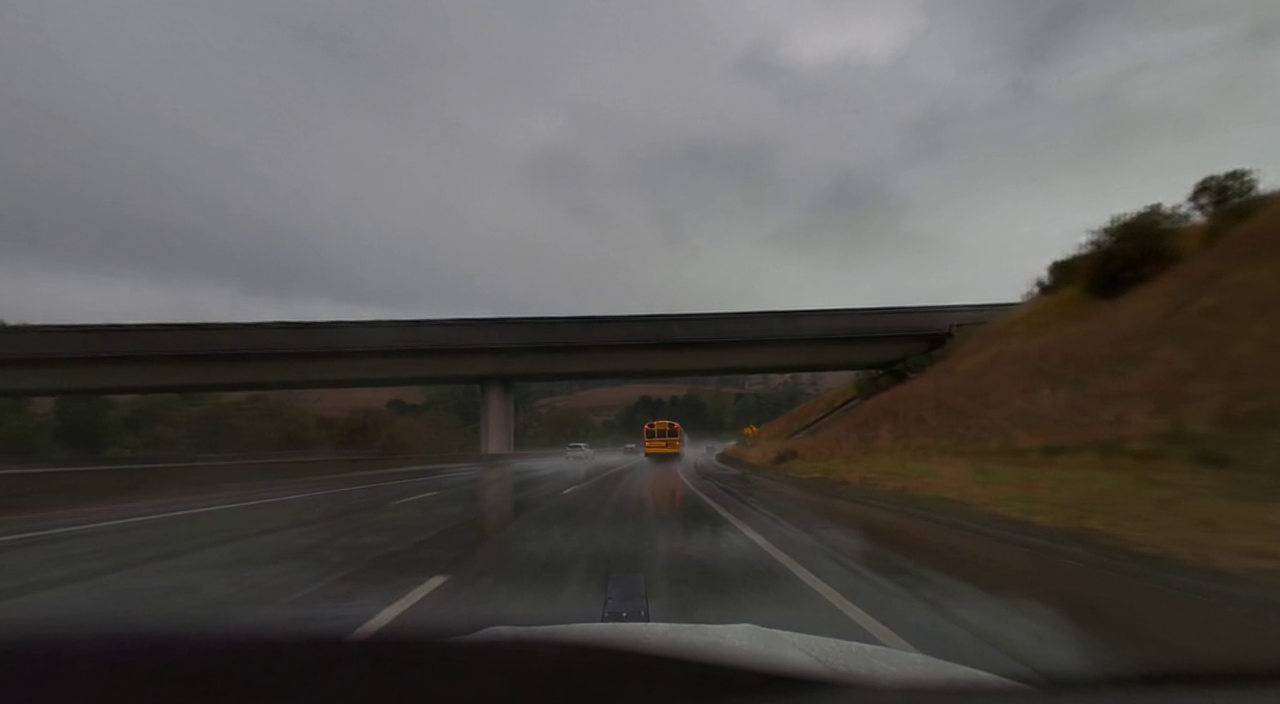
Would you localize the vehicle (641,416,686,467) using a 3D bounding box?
[{"bbox_3d":[1.846,6.641,46.532,2.945,3.295,10.406,0,-8,3],"label":"vehicle"}]
